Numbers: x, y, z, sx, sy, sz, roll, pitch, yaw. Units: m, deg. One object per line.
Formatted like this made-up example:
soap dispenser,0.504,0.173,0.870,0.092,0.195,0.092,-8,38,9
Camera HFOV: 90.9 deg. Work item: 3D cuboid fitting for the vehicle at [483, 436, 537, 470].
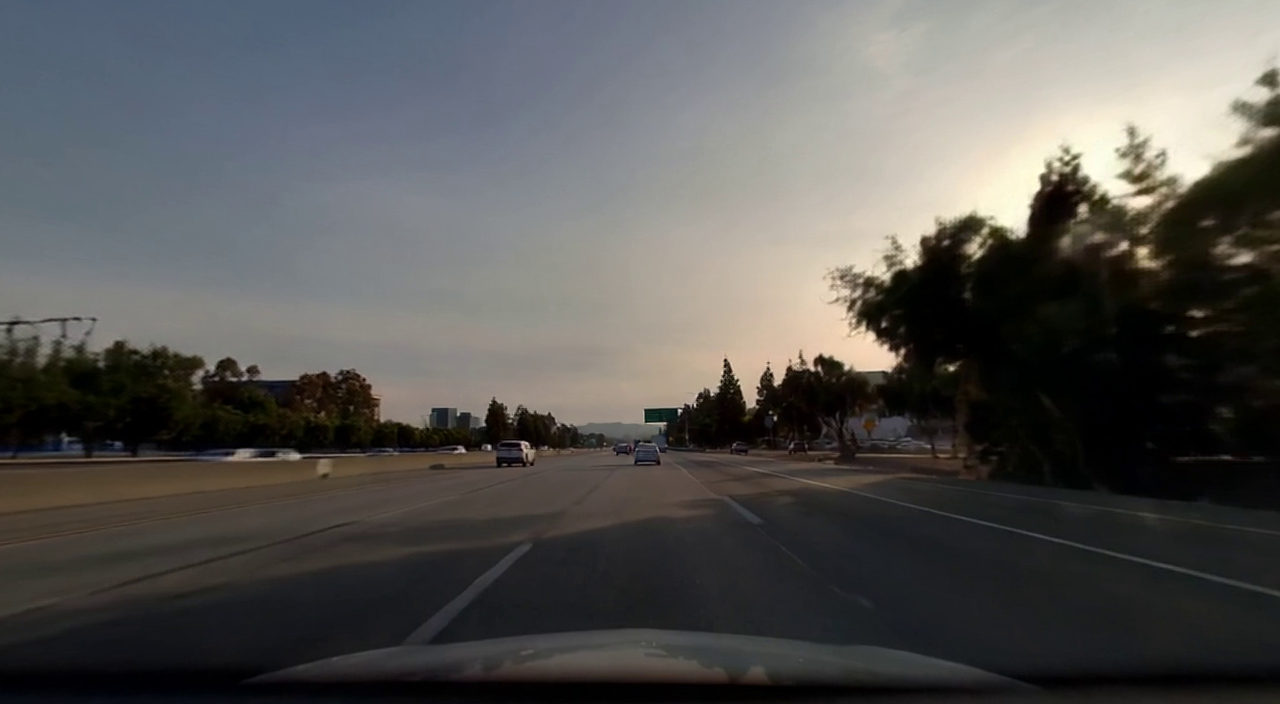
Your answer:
vehicle,-7.406,5.785,36.363,2.093,1.789,4.399,0,-8,1

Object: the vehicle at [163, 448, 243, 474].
vehicle,-28.729,7.154,41.677,1.947,1.564,4.628,0,-8,1

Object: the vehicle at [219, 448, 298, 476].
vehicle,-21.448,6.194,35.689,1.836,1.469,4.067,0,-8,1

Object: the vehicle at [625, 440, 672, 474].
vehicle,0.360,5.068,30.692,2.112,1.482,4.082,0,-8,0
